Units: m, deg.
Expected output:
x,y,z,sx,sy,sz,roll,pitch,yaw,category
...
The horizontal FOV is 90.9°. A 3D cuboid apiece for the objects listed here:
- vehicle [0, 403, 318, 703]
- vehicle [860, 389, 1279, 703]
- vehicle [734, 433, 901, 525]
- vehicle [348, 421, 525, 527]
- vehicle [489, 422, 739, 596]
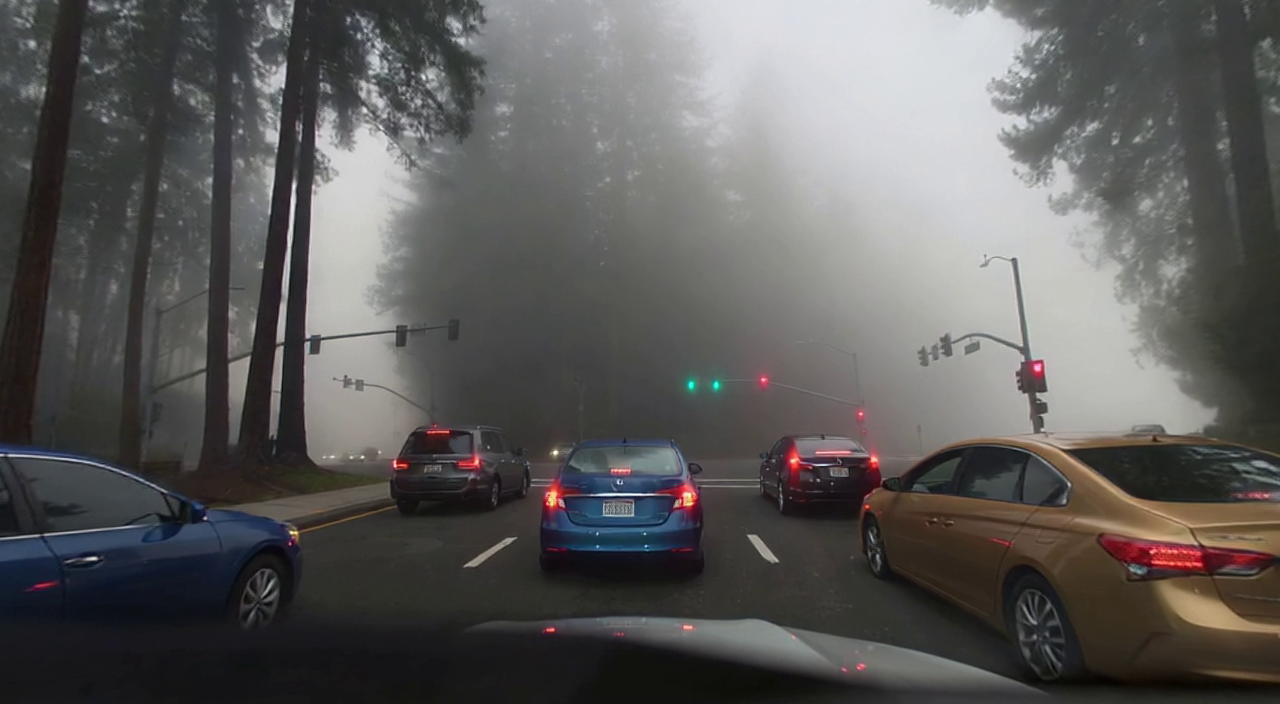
x,y,z,sx,sy,sz,roll,pitch,yaw,category
-3.650,1.020,3.002,1.935,1.482,4.433,0,-8,-1,vehicle
3.135,1.150,4.058,1.903,1.480,4.270,0,-8,0,vehicle
3.180,2.335,12.330,1.975,1.460,4.357,0,-8,0,vehicle
-3.726,2.311,12.482,1.961,1.714,4.268,0,-8,2,vehicle
-0.254,1.639,7.404,2.147,1.479,3.803,0,-8,-1,vehicle
